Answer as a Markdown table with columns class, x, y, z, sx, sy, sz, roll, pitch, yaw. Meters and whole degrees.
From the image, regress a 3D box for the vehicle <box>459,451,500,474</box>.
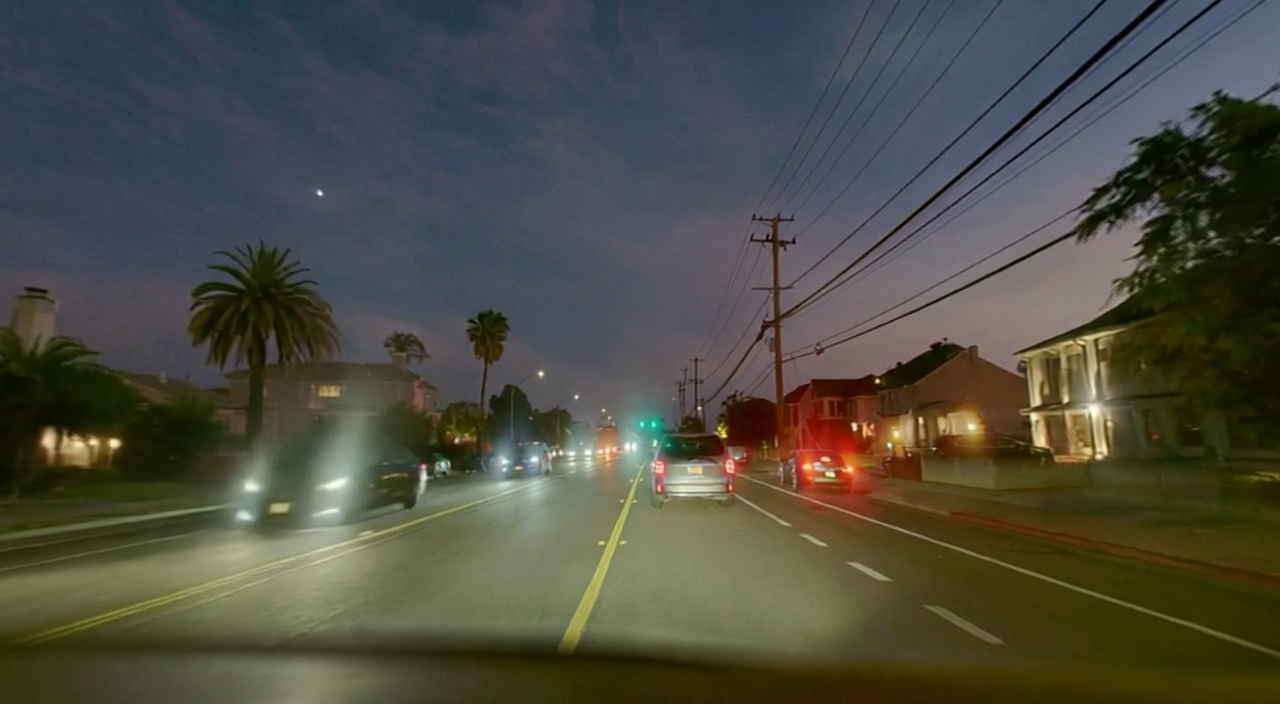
| class | x | y | z | sx | sy | sz | roll | pitch | yaw |
| --- | --- | --- | --- | --- | --- | --- | --- | --- | --- |
| vehicle | -11.423 | 7.848 | 44.965 | 1.841 | 1.356 | 3.938 | -6 | -8 | -1 |

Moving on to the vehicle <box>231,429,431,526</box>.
| class | x | y | z | sx | sy | sz | roll | pitch | yaw |
| --- | --- | --- | --- | --- | --- | --- | --- | --- | --- |
| vehicle | -6.219 | 2.557 | 13.421 | 1.948 | 1.706 | 4.407 | 0 | -8 | 1 |

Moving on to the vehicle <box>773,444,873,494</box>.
| class | x | y | z | sx | sy | sz | roll | pitch | yaw |
| --- | --- | --- | --- | --- | --- | --- | --- | --- | --- |
| vehicle | 5.840 | 3.776 | 20.746 | 2.022 | 1.456 | 4.246 | 0 | -8 | 0 |

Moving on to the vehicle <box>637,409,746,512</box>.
| class | x | y | z | sx | sy | sz | roll | pitch | yaw |
| --- | --- | --- | --- | --- | --- | --- | --- | --- | --- |
| vehicle | 1.030 | 2.501 | 14.920 | 2.168 | 2.040 | 4.527 | 0 | -8 | 0 |

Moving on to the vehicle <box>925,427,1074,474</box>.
| class | x | y | z | sx | sy | sz | roll | pitch | yaw |
| --- | --- | --- | --- | --- | --- | --- | --- | --- | --- |
| vehicle | 14.920 | 4.095 | 26.414 | 4.749 | 1.699 | 2.311 | -2 | -7 | 2 |

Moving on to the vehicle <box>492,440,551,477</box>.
| class | x | y | z | sx | sy | sz | roll | pitch | yaw |
| --- | --- | --- | --- | --- | --- | --- | --- | --- | --- |
| vehicle | -5.684 | 5.157 | 30.688 | 1.965 | 1.653 | 4.251 | 0 | -8 | 1 |
